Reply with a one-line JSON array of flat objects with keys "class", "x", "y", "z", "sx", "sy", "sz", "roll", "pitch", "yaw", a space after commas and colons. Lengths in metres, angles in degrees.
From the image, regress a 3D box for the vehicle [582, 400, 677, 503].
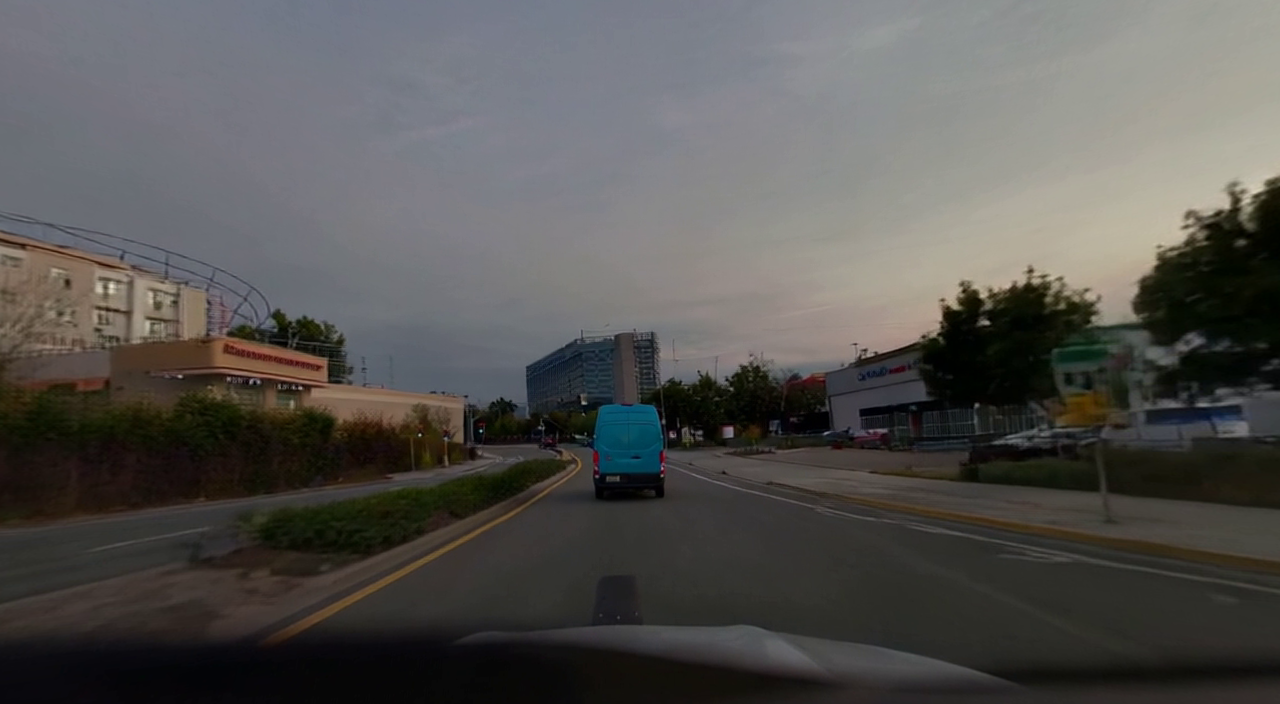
[{"class": "vehicle", "x": -0.423, "y": 2.987, "z": 19.037, "sx": 2.432, "sy": 2.624, "sz": 5.670, "roll": 0, "pitch": -9, "yaw": -3}]
